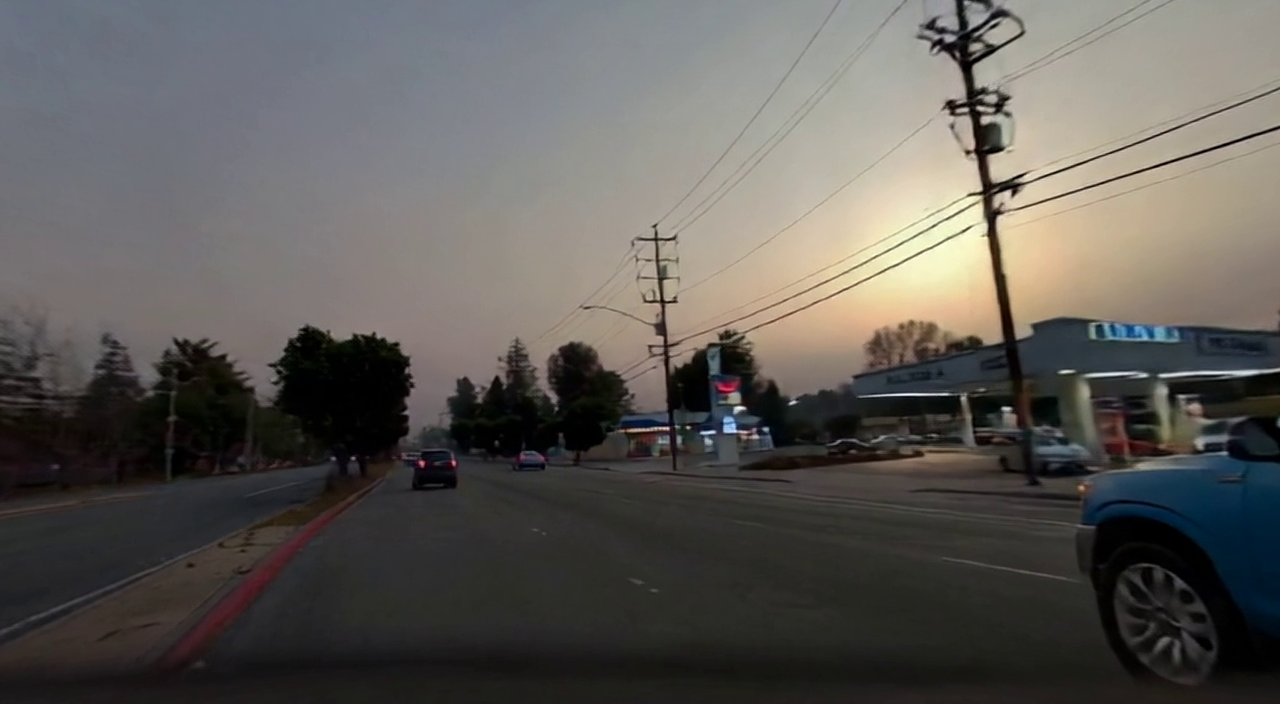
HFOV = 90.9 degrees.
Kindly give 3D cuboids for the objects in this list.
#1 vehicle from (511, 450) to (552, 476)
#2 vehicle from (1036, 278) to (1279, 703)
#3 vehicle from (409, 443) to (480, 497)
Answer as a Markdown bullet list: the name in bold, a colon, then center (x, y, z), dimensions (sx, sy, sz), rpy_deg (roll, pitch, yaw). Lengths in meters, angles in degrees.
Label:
- **vehicle**: center (-6.917, 6.979, 39.964), dimensions (1.760, 1.481, 4.161), rpy_deg (3, -9, -21)
- **vehicle**: center (3.525, 0.442, 1.128), dimensions (2.036, 1.818, 5.192), rpy_deg (0, -8, -3)
- **vehicle**: center (-7.664, 4.452, 24.381), dimensions (2.141, 1.842, 4.889), rpy_deg (3, -9, -22)
